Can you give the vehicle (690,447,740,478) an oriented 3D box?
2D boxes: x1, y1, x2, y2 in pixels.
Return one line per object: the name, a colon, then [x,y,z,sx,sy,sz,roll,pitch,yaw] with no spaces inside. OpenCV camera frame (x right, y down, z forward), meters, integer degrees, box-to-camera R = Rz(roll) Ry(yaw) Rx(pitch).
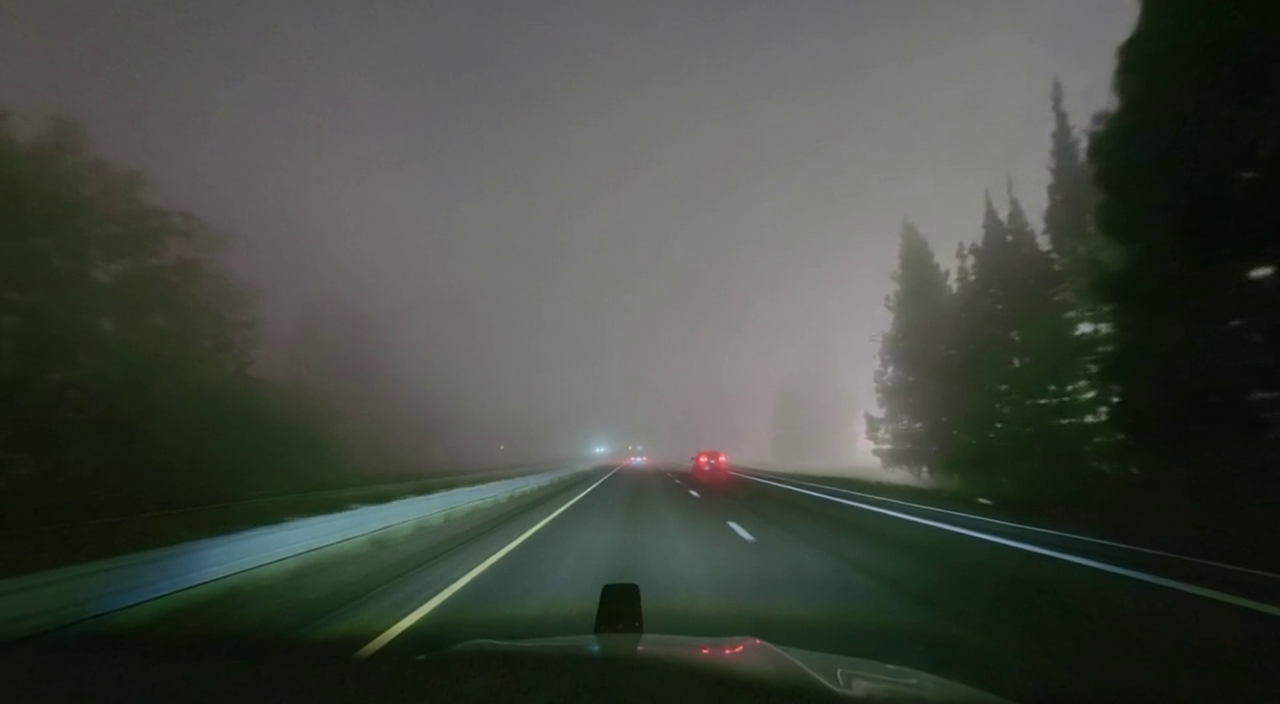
vehicle: [3.874,5.818,33.435,2.115,1.522,4.330,0,-9,0]
